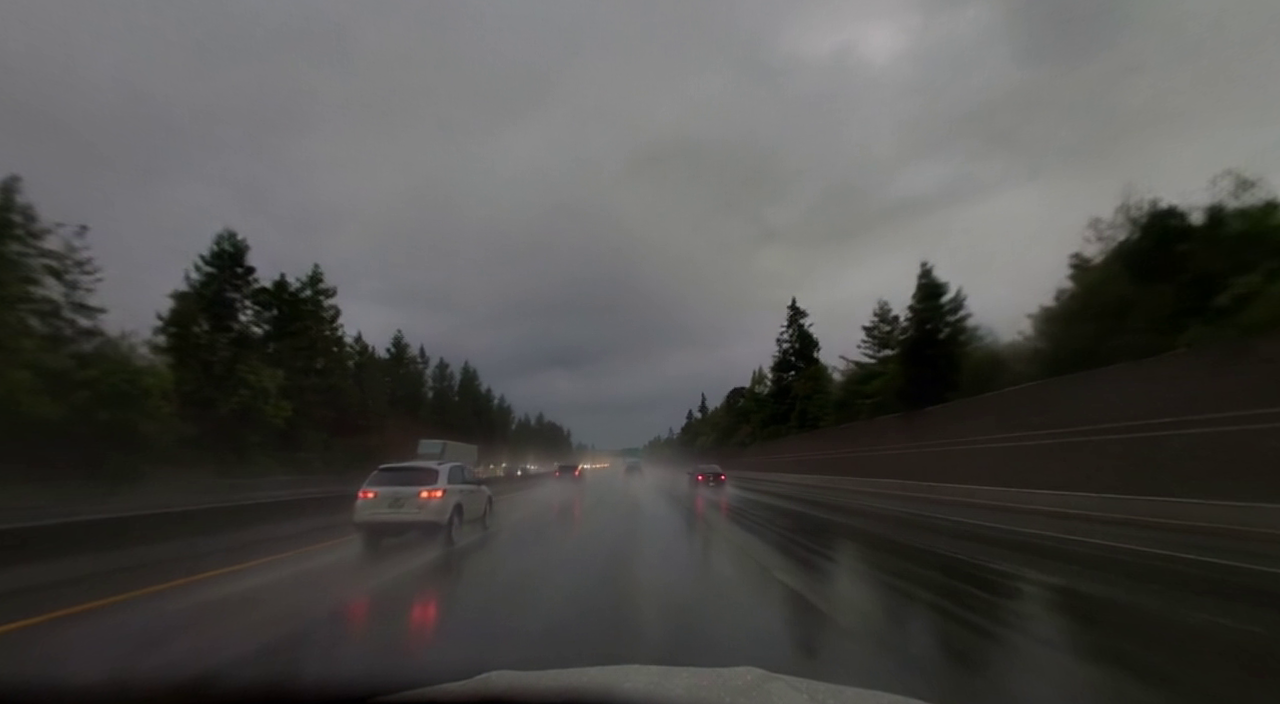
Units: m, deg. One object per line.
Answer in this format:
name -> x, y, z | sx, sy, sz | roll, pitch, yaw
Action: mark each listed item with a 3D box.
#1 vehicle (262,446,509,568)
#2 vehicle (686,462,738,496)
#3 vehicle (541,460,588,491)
vehicle -> -3.643, 2.362, 10.245 | 2.004, 1.468, 4.812 | 1, -10, 0
vehicle -> 3.492, 6.247, 31.247 | 1.981, 1.516, 4.109 | 1, -10, -1
vehicle -> -3.909, 6.529, 33.335 | 2.000, 1.484, 3.995 | 1, -10, -1
